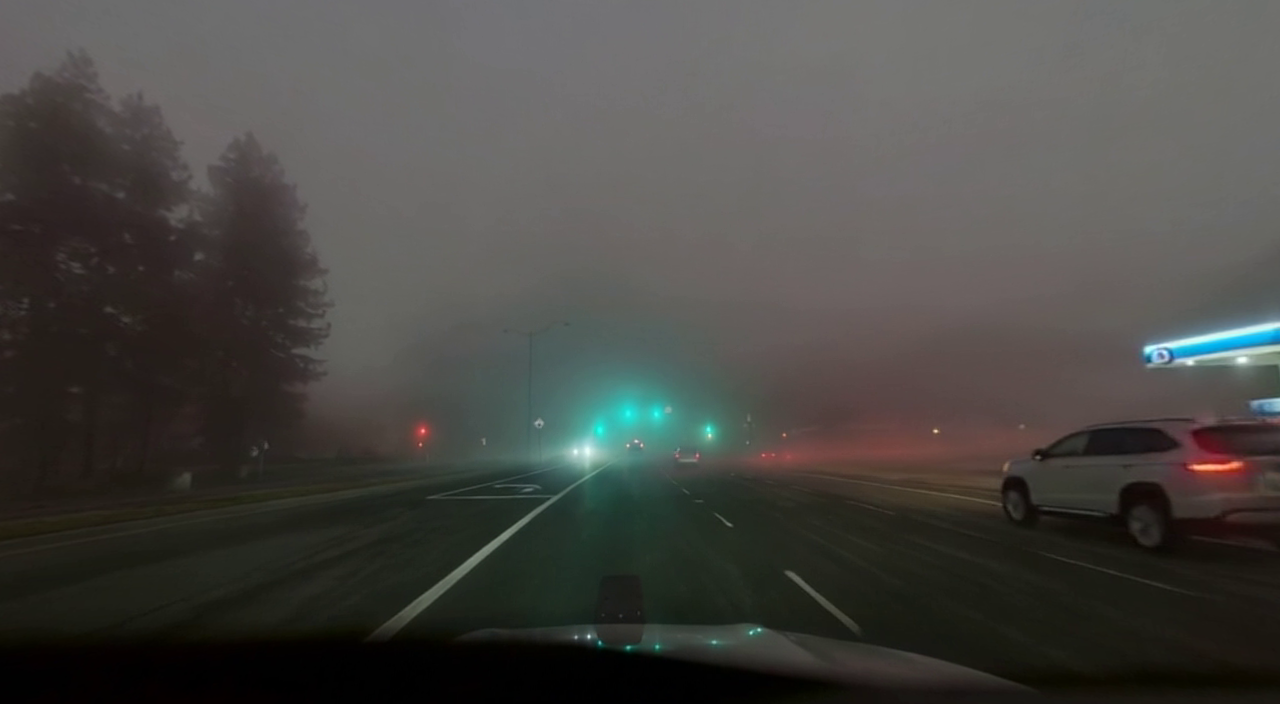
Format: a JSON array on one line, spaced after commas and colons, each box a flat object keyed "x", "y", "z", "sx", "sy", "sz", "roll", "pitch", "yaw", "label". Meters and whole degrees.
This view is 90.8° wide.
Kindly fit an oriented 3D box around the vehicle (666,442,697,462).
[{"x": 3.150, "y": 7.616, "z": 48.377, "sx": 2.029, "sy": 1.442, "sz": 4.054, "roll": 0, "pitch": -8, "yaw": -1, "label": "vehicle"}]

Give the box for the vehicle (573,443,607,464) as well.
[{"x": -3.543, "y": 7.231, "z": 45.263, "sx": 2.049, "sy": 1.449, "sz": 4.213, "roll": 0, "pitch": -8, "yaw": 0, "label": "vehicle"}]

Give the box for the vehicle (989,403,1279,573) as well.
[{"x": 6.756, "y": 1.638, "z": 8.351, "sx": 1.950, "sy": 1.668, "sz": 4.053, "roll": 0, "pitch": -8, "yaw": 0, "label": "vehicle"}]
